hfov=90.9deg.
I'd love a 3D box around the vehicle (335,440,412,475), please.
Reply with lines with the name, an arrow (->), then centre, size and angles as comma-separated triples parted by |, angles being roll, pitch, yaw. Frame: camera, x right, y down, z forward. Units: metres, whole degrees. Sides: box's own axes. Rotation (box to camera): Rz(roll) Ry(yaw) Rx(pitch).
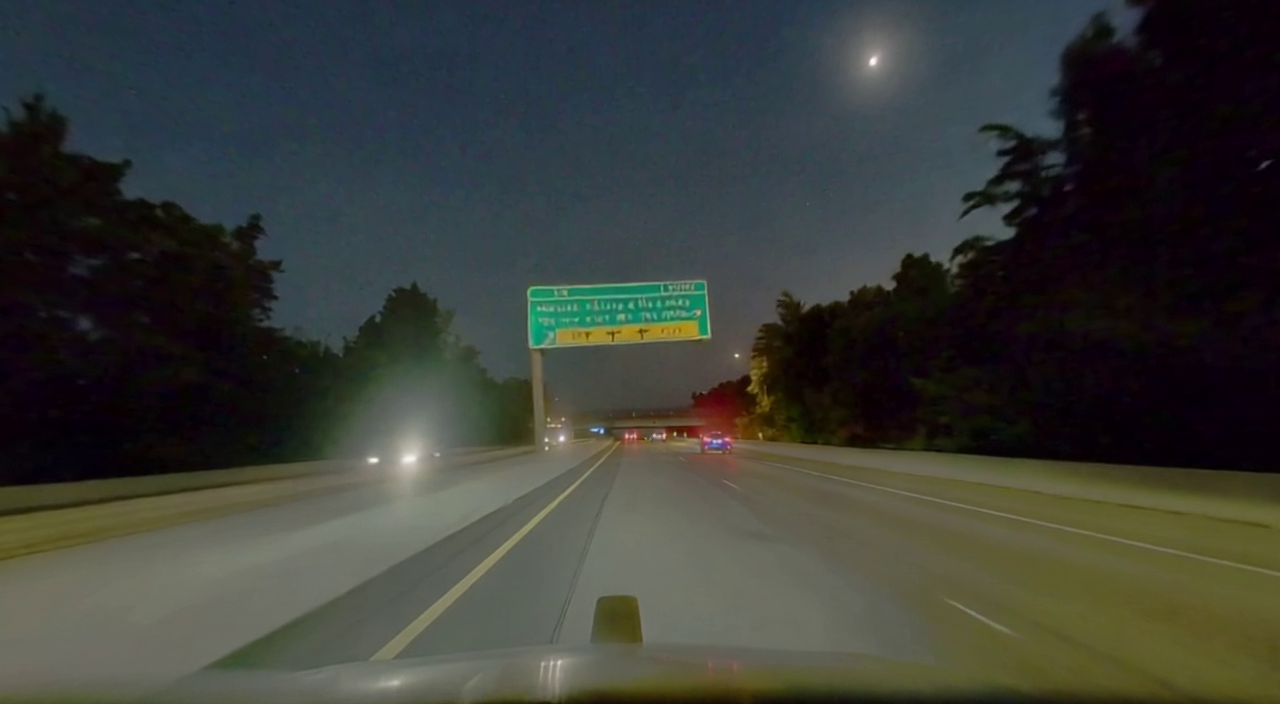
vehicle -> -12.586, 4.964, 30.073 | 1.852, 1.492, 4.463 | 0, -8, -1

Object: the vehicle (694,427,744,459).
vehicle -> 4.294, 4.982, 34.741 | 2.073, 1.651, 4.065 | 0, -8, -2
